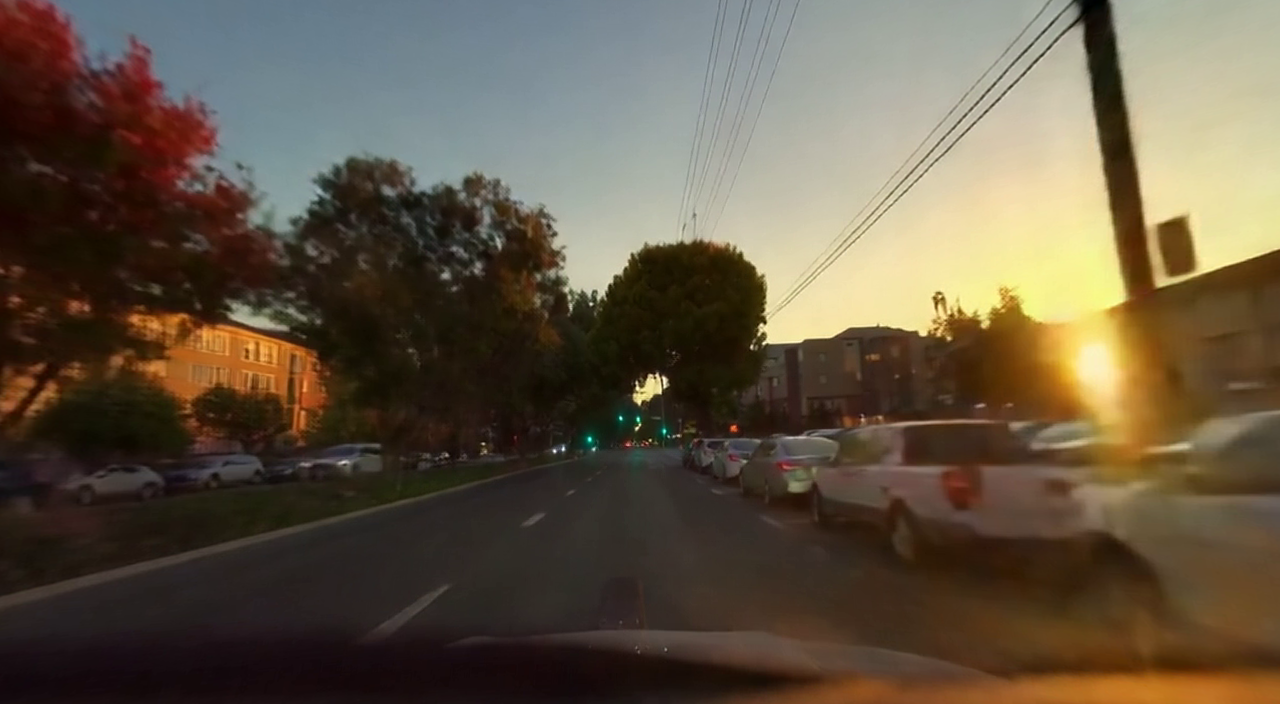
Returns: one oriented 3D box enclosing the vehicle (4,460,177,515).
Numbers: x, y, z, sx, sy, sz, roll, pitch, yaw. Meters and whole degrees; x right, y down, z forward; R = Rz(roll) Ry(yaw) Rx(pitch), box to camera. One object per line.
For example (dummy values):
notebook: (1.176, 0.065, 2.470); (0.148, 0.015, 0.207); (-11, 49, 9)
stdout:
vehicle: (-17.965, 4.409, 21.026); (1.780, 1.463, 4.573); (0, -8, -2)

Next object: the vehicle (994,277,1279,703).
vehicle: (3.409, 0.624, 1.990); (1.935, 1.920, 4.397); (0, -8, -1)

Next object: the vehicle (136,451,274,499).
vehicle: (-18.085, 5.096, 26.714); (2.037, 1.694, 5.511); (0, -8, -1)

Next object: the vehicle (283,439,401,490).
vehicle: (-11.251, 4.245, 24.340); (2.127, 1.752, 4.889); (0, -8, 0)
